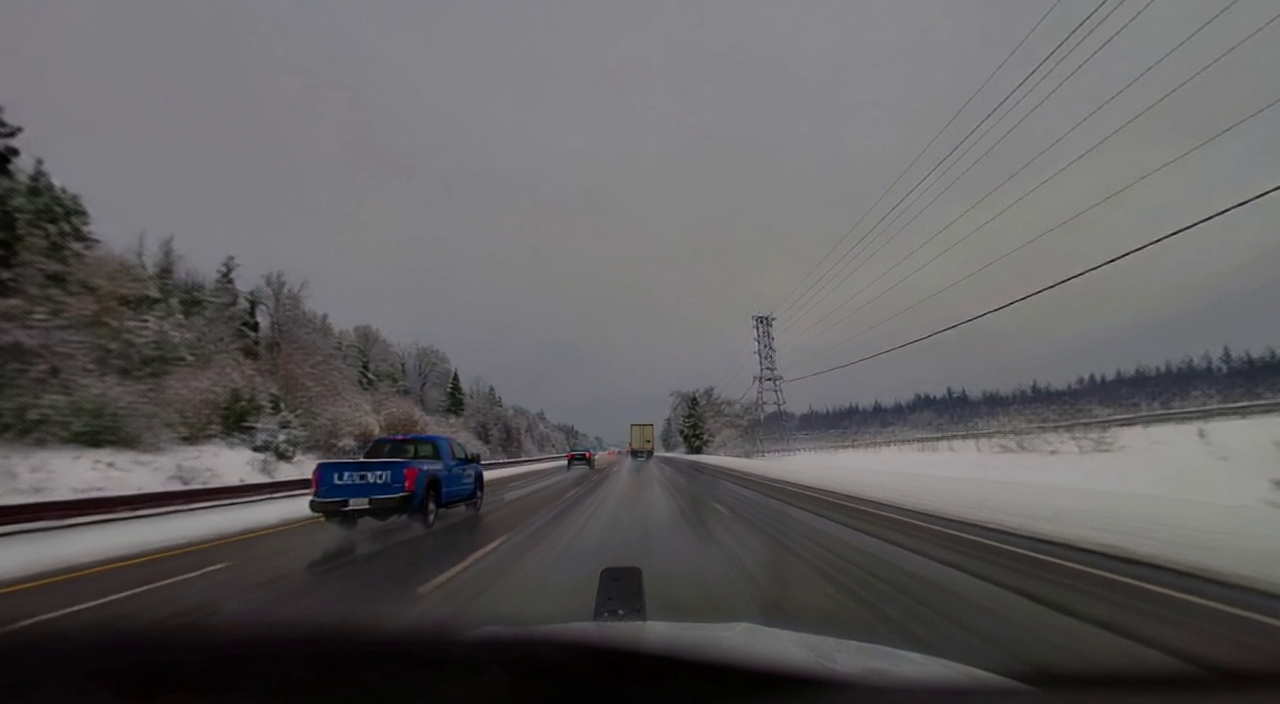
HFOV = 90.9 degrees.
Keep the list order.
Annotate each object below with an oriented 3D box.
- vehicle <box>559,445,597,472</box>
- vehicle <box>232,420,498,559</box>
[{"bbox_3d":[-4.222,7.257,43.287,2.111,1.735,4.066,0,-9,1],"label":"vehicle"},{"bbox_3d":[-3.961,2.077,10.327,2.049,1.697,4.998,0,-9,1],"label":"vehicle"}]
